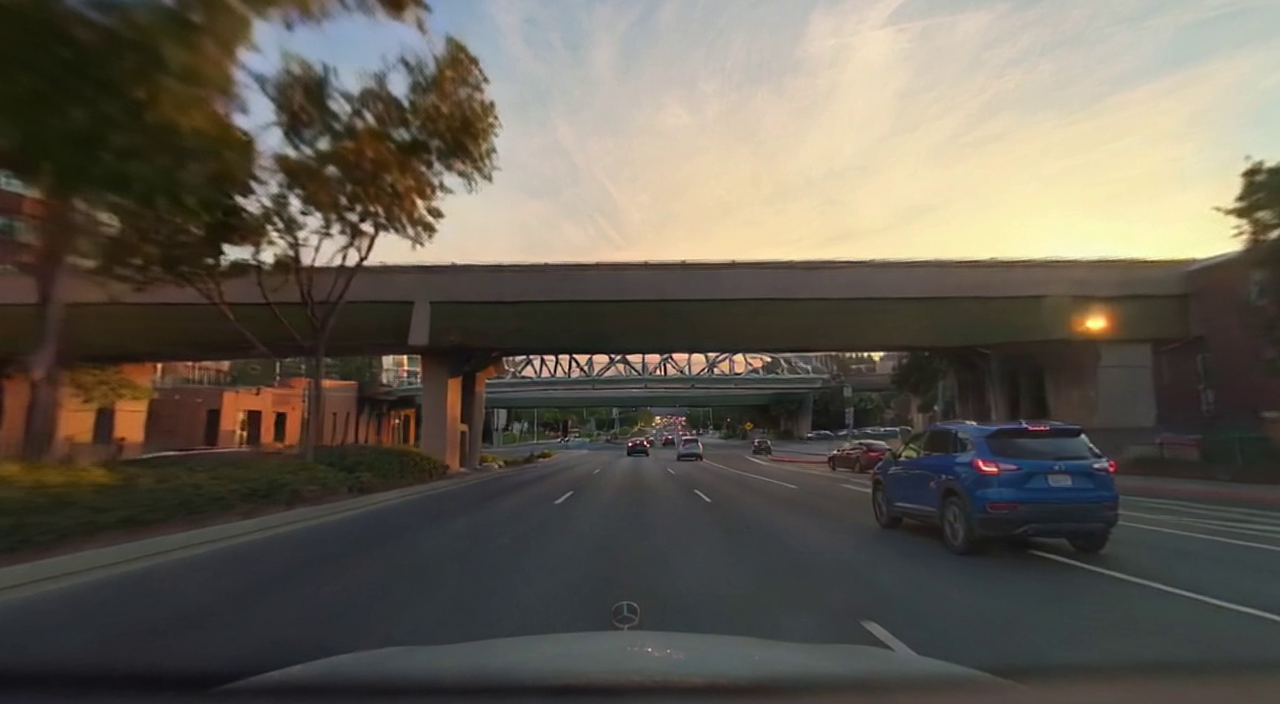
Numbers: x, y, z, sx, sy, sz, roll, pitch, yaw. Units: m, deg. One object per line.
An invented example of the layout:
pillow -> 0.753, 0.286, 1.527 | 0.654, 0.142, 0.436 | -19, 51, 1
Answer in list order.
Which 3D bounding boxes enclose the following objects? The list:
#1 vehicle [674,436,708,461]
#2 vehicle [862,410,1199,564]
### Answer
vehicle -> 3.654, 7.042, 46.090 | 2.165, 1.708, 3.928 | 0, -8, 0
vehicle -> 5.281, 1.884, 9.586 | 2.130, 1.741, 4.665 | 0, -8, 1
